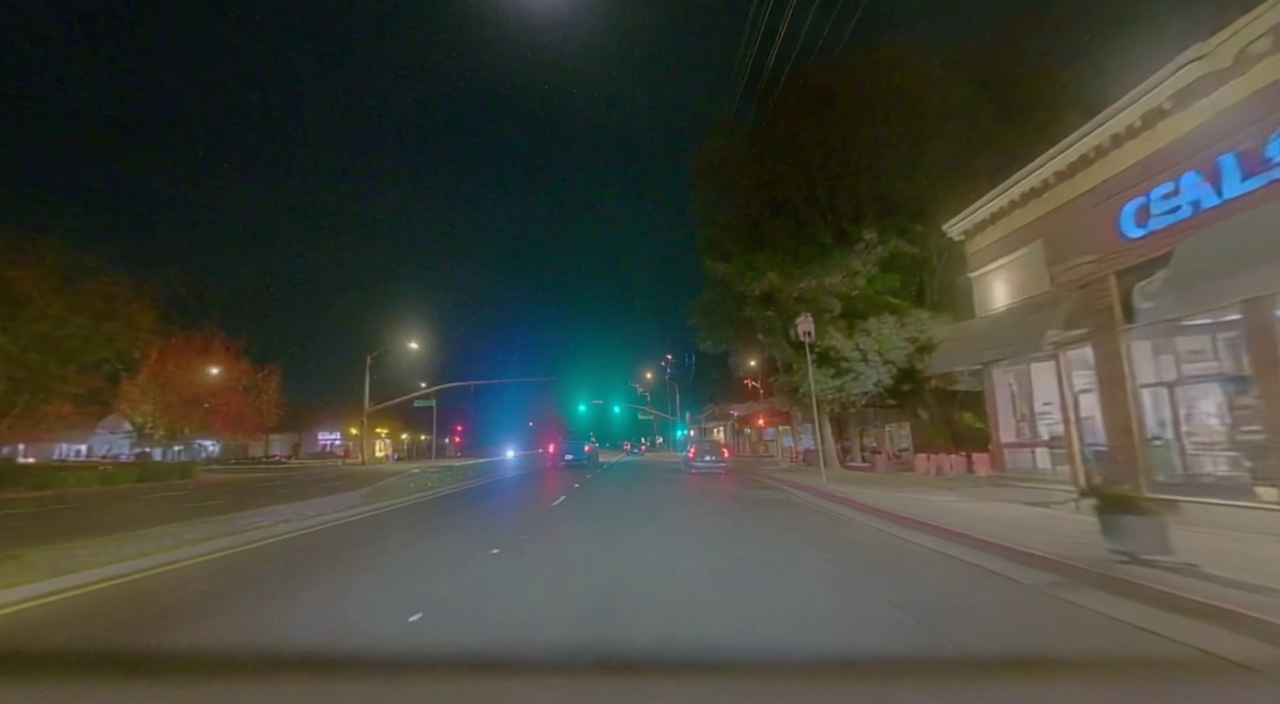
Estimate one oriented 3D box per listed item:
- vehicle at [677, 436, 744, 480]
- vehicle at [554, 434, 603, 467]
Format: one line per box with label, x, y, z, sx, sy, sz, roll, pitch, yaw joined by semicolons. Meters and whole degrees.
vehicle;2.550;3.972;23.870;2.103;1.487;4.101;0;-8;1
vehicle;-3.442;5.667;36.526;2.464;1.777;5.128;0;-9;-2
